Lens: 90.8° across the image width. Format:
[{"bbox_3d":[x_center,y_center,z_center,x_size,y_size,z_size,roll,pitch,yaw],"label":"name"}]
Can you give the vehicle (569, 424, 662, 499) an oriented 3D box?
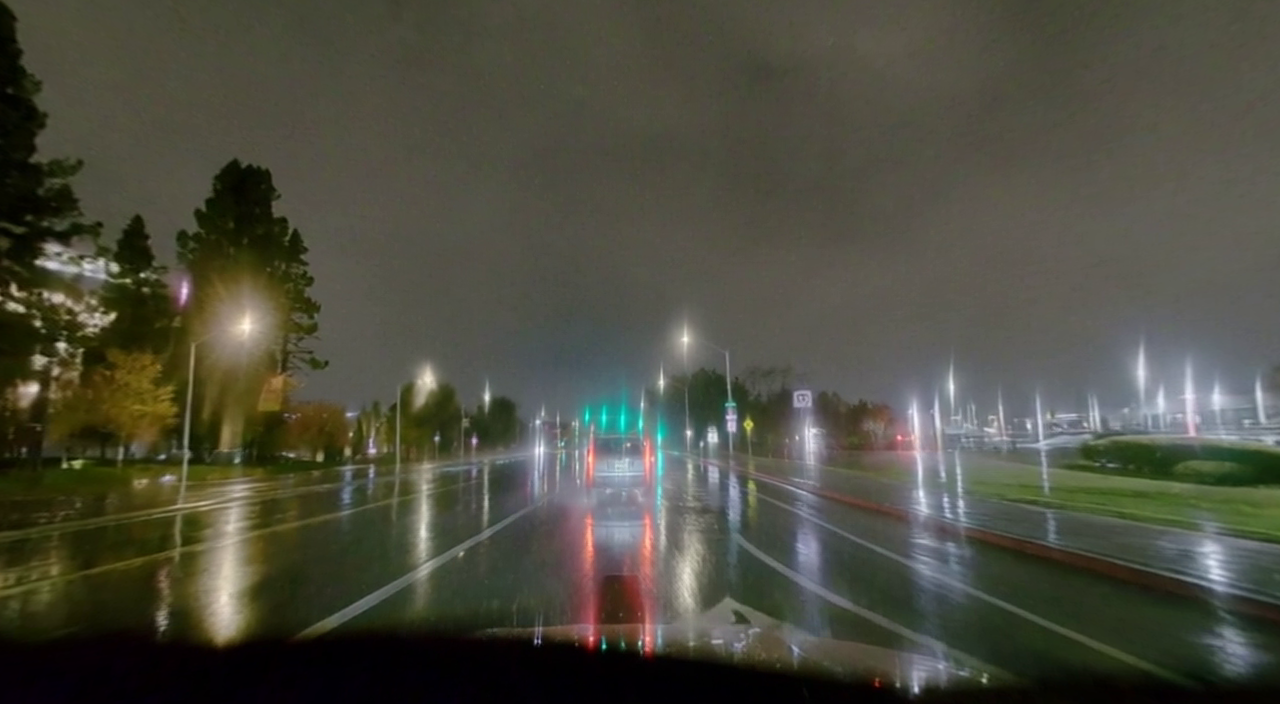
[{"bbox_3d":[-0.553,2.816,16.630,2.130,1.711,4.038,0,-8,0],"label":"vehicle"}]
